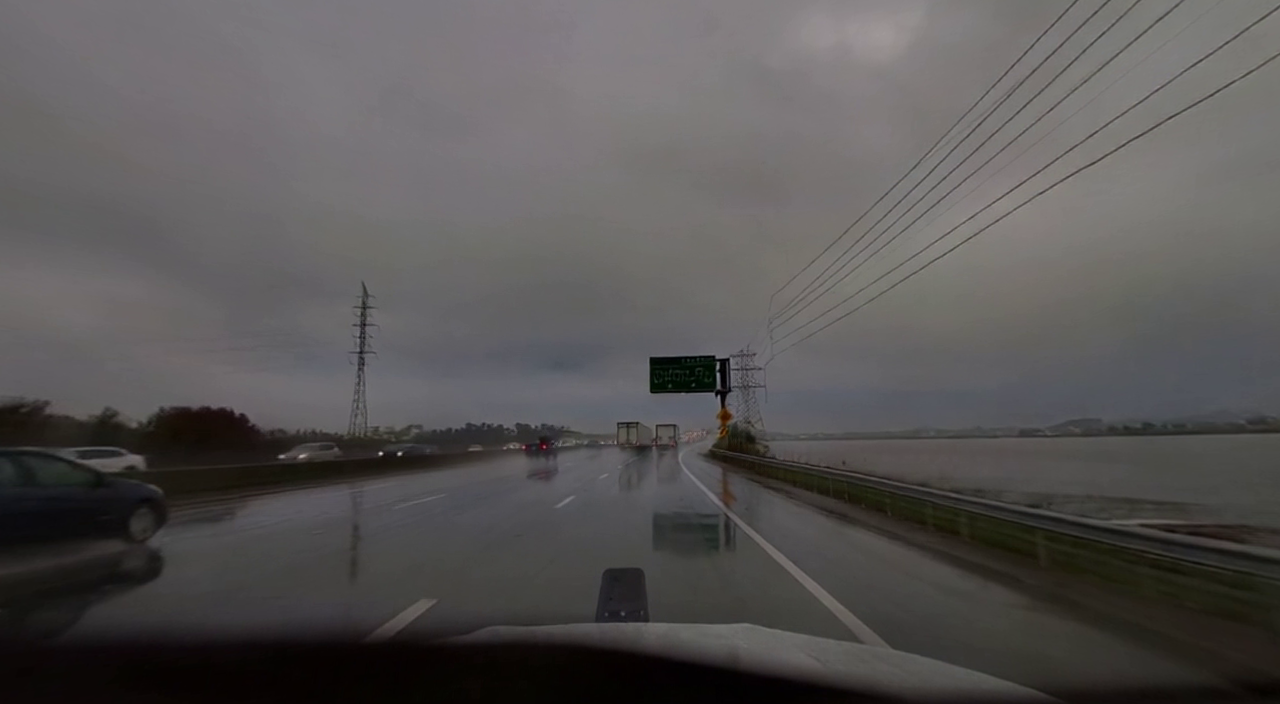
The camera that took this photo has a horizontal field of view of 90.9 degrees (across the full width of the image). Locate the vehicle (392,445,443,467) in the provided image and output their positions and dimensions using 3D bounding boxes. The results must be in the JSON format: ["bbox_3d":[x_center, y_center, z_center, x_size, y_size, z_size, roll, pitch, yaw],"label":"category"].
[{"bbox_3d":[-16.051,7.519,45.748,1.852,1.452,4.529,-1,-8,3],"label":"vehicle"}]

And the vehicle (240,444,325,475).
[{"bbox_3d":[-20.127,6.034,35.736,1.935,1.645,4.635,-1,-8,2],"label":"vehicle"}]

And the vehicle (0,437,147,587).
[{"bbox_3d":[-7.537,1.601,6.188,1.944,1.517,4.121,-1,-8,2],"label":"vehicle"}]
